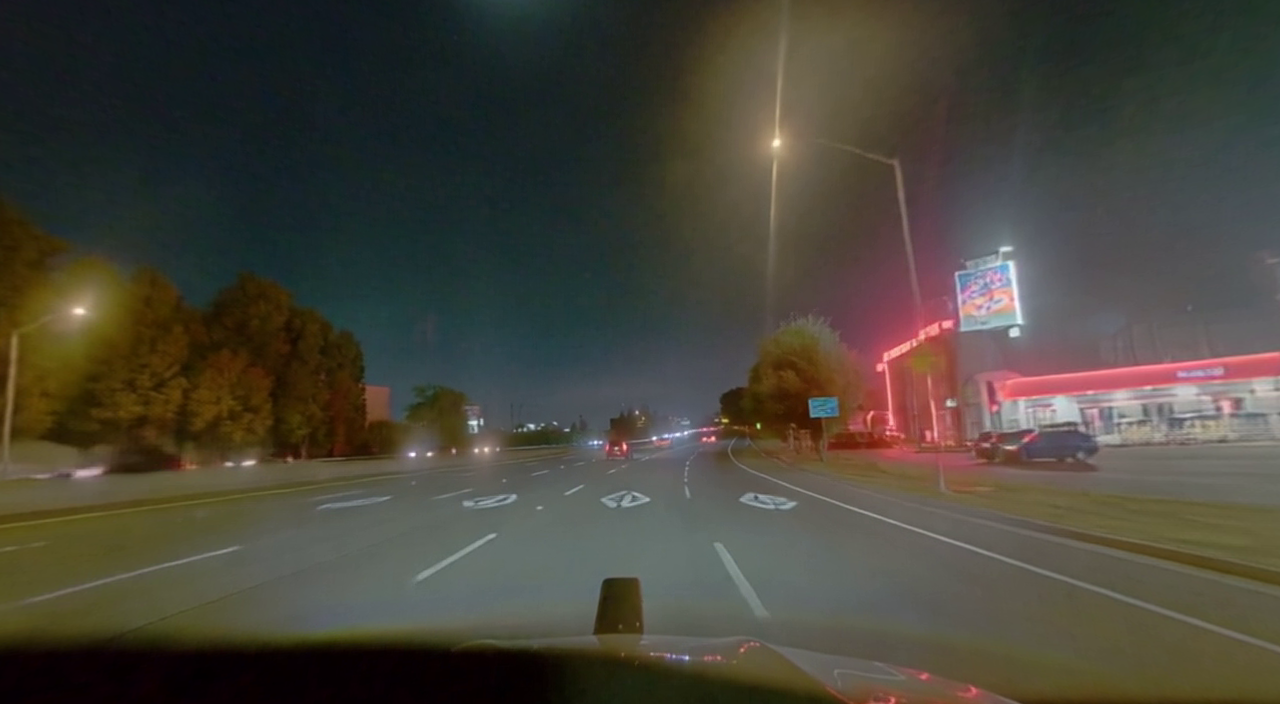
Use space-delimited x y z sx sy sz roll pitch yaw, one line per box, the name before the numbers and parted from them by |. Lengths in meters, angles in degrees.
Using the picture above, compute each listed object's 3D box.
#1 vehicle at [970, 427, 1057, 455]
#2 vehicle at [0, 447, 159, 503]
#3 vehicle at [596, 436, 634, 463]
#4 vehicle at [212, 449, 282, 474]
vehicle | 22.607 5.399 38.383 4.317 1.504 1.884 -7 -9 28
vehicle | -18.631 3.919 20.655 1.972 1.610 4.607 -1 -8 3
vehicle | -1.669 6.827 44.411 2.139 1.782 4.079 -1 -8 5
vehicle | -27.922 7.784 45.059 1.866 1.614 4.396 -1 -8 4
